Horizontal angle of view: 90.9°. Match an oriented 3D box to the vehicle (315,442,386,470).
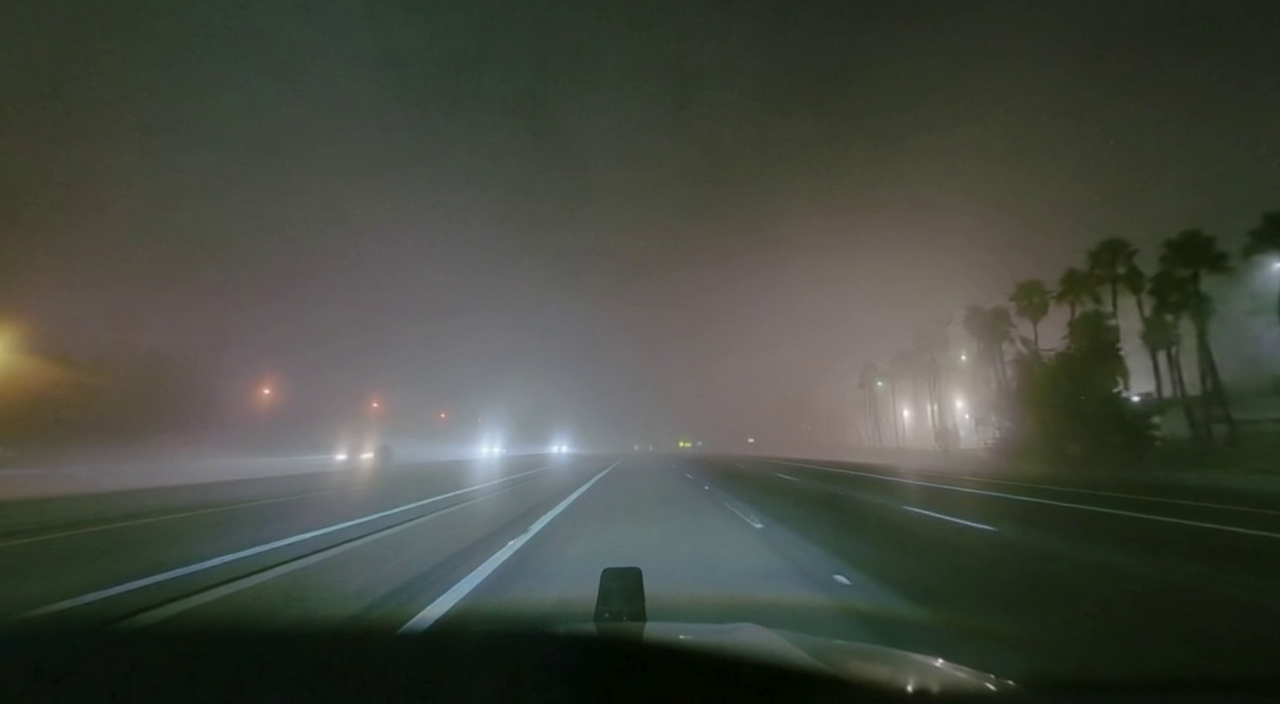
[{"bbox_3d":[-16.949,6.109,37.178,1.941,1.538,4.652,0,-8,1],"label":"vehicle"}]
